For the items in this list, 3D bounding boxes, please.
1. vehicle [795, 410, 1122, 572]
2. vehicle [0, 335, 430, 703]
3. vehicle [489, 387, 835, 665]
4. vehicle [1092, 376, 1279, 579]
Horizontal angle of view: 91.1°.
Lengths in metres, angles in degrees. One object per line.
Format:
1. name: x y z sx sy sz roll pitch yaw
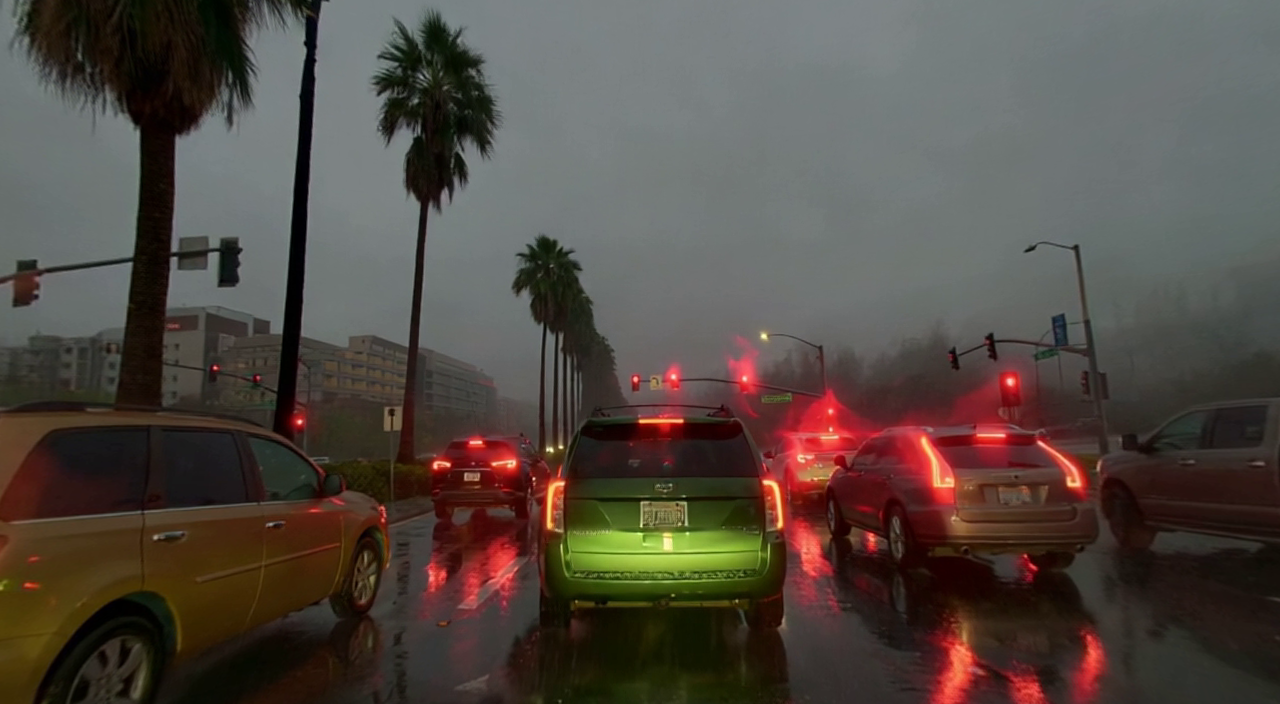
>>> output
1. vehicle: 4.020 1.856 9.289 2.072 1.704 5.170 0 -9 -1
2. vehicle: -3.156 1.086 3.899 2.171 1.702 4.416 0 -9 0
3. vehicle: 0.166 1.376 6.016 2.123 1.704 4.128 0 -9 1
4. vehicle: 7.294 1.135 5.560 2.337 1.925 5.728 0 -9 1
